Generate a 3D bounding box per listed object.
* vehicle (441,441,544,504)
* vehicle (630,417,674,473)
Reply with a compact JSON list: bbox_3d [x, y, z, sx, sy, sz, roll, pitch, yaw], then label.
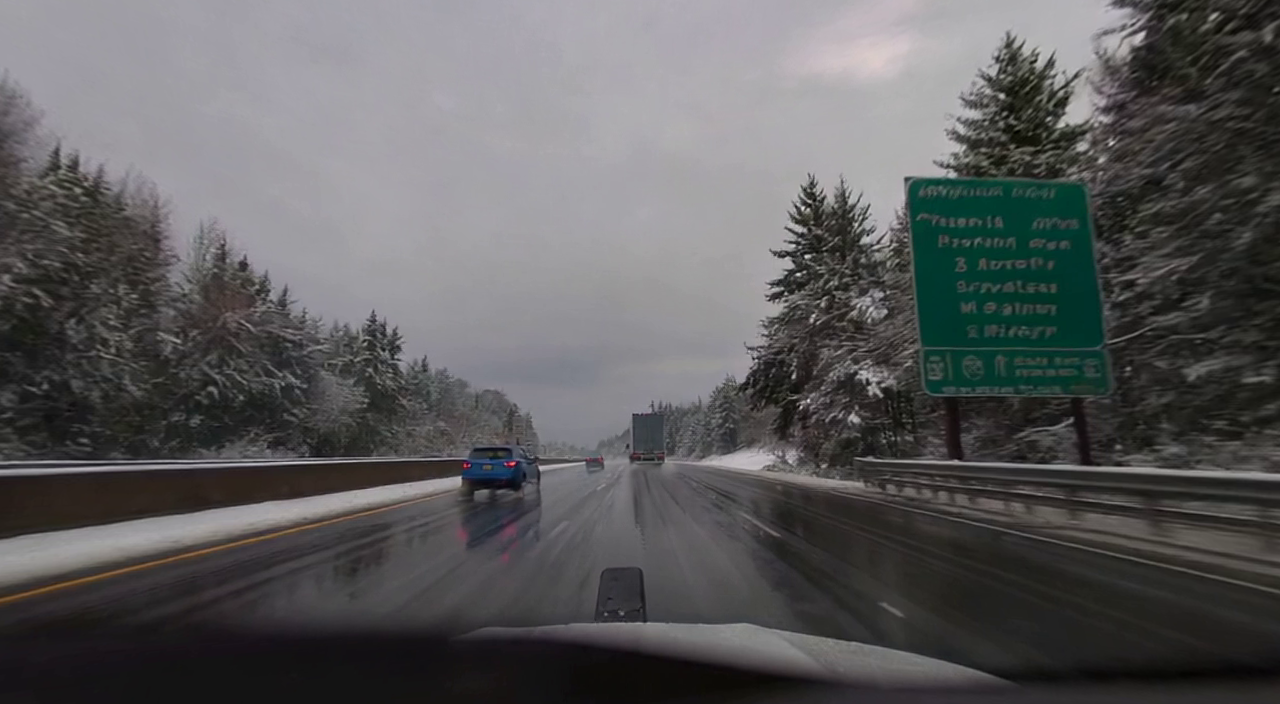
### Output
[{"bbox_3d":[-4.132,3.433,18.353,1.977,1.602,3.944,0,-9,1],"label":"vehicle"},{"bbox_3d":[0.789,6.802,45.763,2.893,3.628,9.081,0,-9,0],"label":"vehicle"}]
